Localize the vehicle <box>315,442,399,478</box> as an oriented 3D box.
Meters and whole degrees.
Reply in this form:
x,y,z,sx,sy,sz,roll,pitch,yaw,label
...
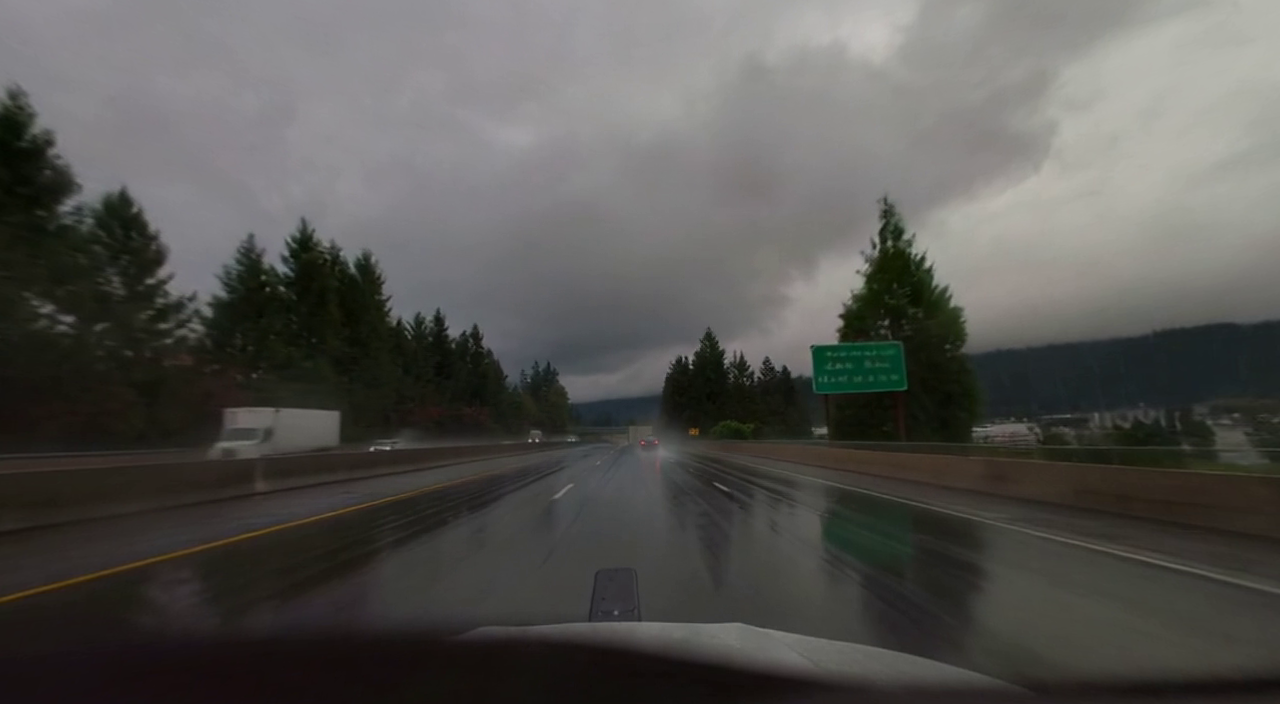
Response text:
x,y,z,sx,sy,sz,roll,pitch,yaw,label
-12.822,4.895,28.906,1.883,1.454,4.519,0,-8,-2,vehicle
